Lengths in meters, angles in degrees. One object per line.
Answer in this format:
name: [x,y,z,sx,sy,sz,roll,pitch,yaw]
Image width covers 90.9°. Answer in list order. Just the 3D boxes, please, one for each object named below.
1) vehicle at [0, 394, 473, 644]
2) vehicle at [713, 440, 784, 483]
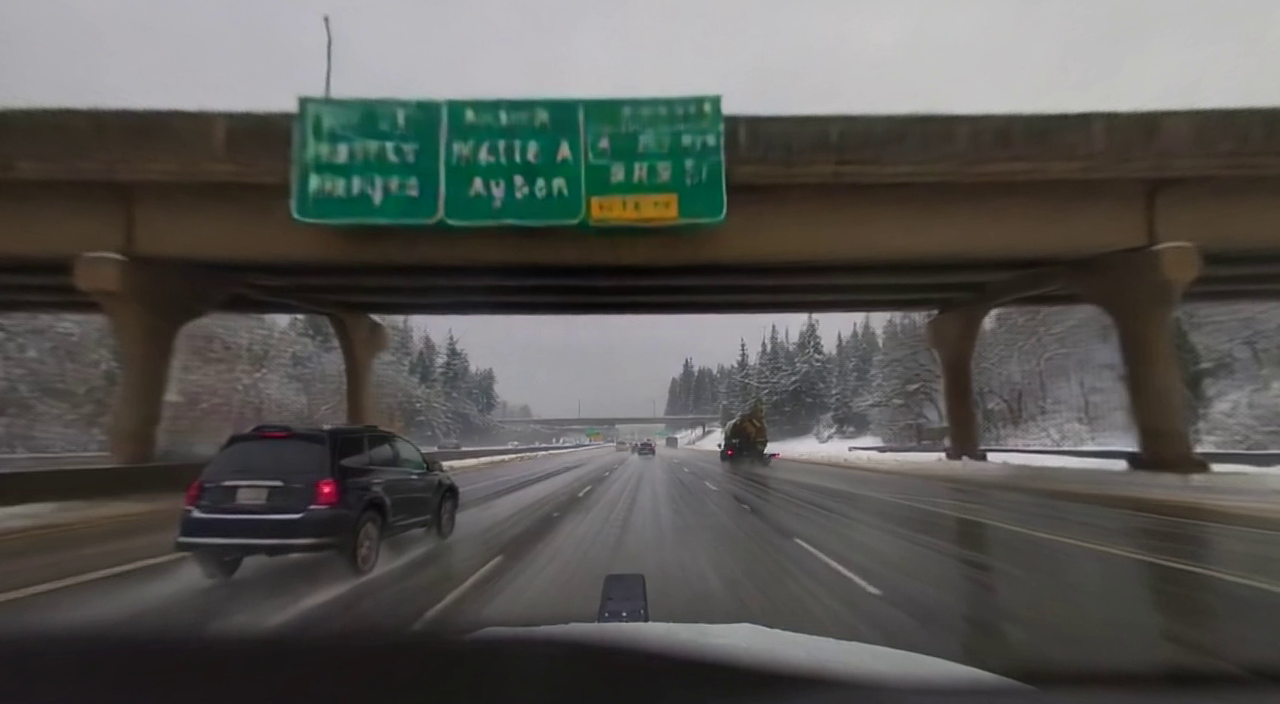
vehicle: [-3.676,1.508,6.875,2.259,1.706,4.924,0,-8,1]
vehicle: [4.081,4.187,24.449,1.908,1.483,4.259,0,-8,-1]
